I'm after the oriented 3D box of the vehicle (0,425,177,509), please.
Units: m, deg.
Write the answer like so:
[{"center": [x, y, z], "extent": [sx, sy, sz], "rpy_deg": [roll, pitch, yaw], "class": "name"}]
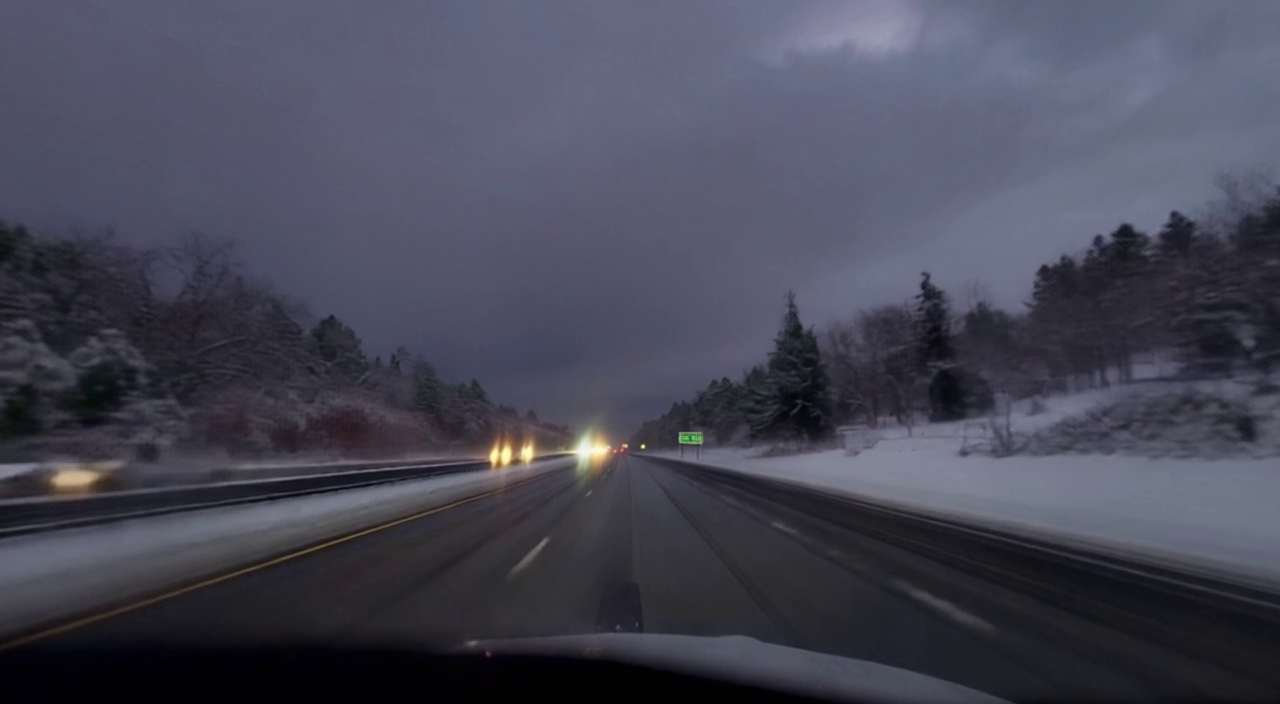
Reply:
[{"center": [-12.183, 2.308, 12.820], "extent": [2.027, 1.452, 4.580], "rpy_deg": [0, -9, 0], "class": "vehicle"}]
